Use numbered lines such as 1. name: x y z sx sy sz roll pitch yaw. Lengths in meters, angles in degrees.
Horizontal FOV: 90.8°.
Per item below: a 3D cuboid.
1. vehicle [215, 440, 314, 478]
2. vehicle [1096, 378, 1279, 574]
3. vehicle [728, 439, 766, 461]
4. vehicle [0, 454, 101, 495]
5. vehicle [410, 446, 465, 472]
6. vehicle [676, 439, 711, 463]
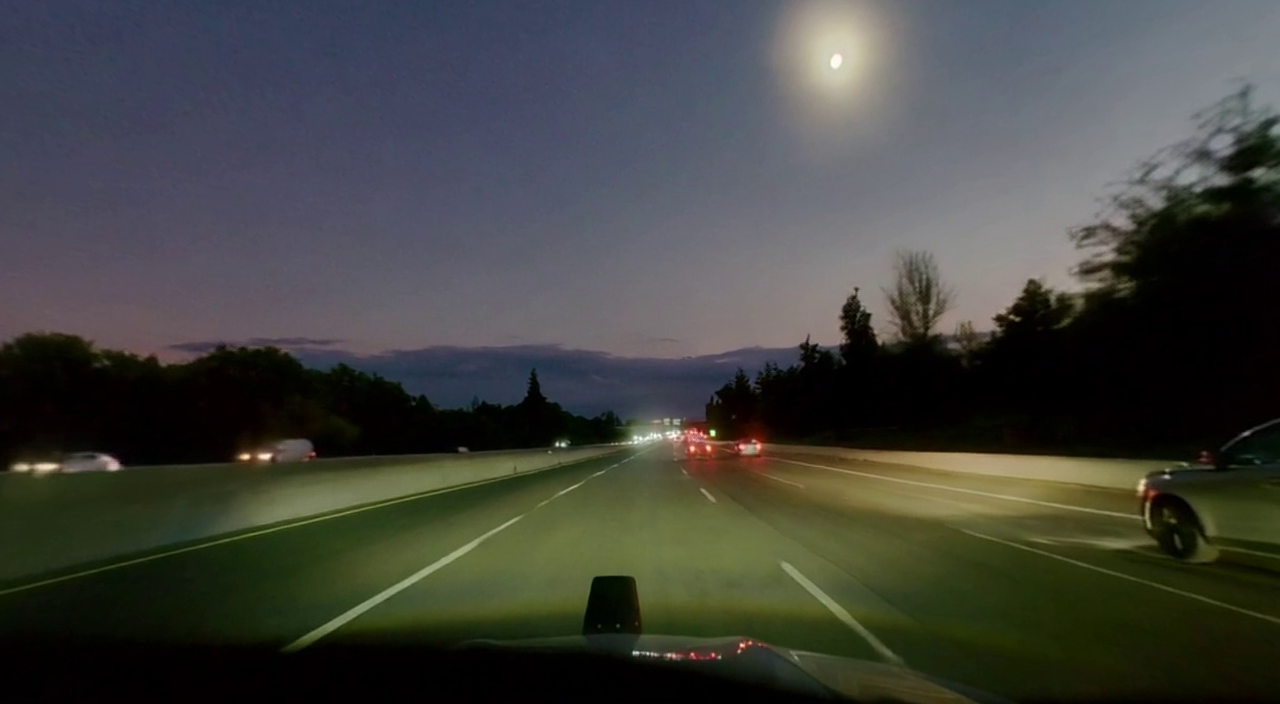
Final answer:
1. vehicle: -27.967 7.940 47.510 2.508 2.445 7.434 1 -8 3
2. vehicle: 6.992 1.111 5.647 2.087 1.806 4.946 0 -9 0
3. vehicle: 7.688 7.121 45.922 1.989 1.529 4.375 0 -9 0
4. vehicle: -28.168 5.650 29.429 2.018 1.692 4.563 -1 -9 1
5. vehicle: -14.098 7.445 44.232 2.106 1.674 4.768 -1 -9 2
6. vehicle: 3.452 6.535 41.653 1.981 1.471 4.342 -1 -9 1
